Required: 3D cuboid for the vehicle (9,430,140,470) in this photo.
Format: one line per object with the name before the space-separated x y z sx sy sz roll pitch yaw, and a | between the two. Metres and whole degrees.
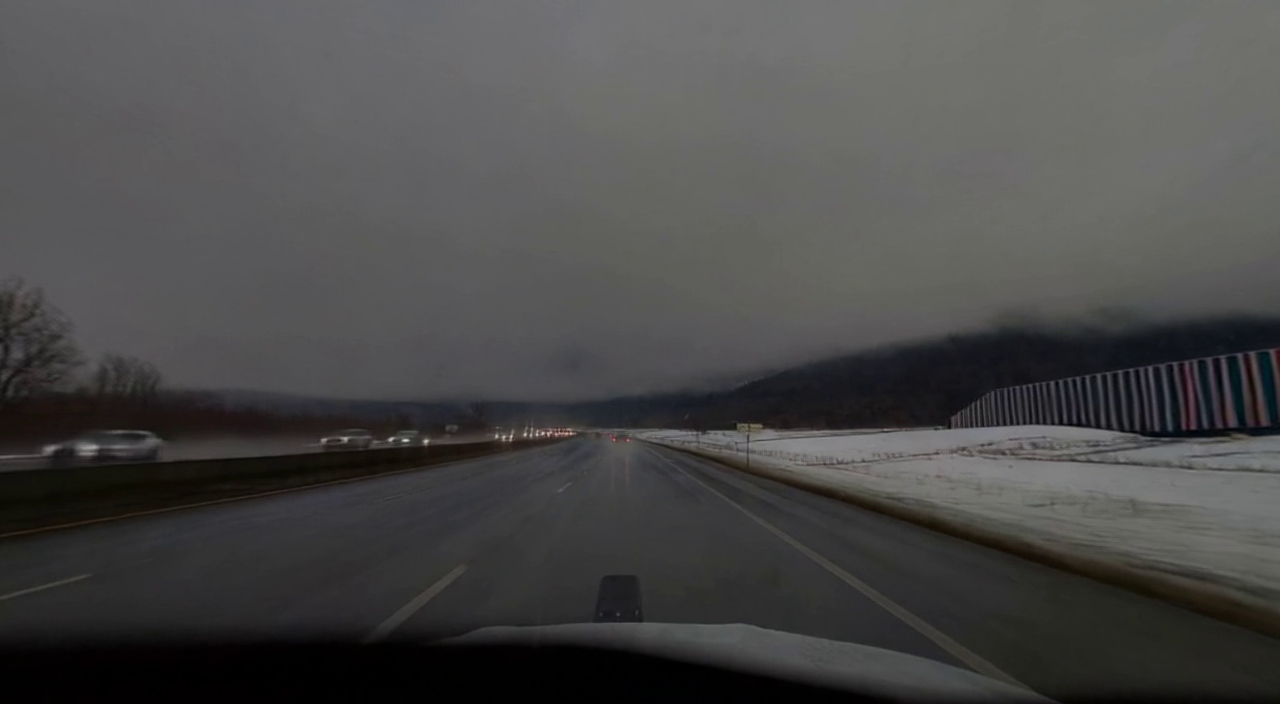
vehicle | -23.209 4.025 26.036 1.780 1.487 3.936 0 -8 0
